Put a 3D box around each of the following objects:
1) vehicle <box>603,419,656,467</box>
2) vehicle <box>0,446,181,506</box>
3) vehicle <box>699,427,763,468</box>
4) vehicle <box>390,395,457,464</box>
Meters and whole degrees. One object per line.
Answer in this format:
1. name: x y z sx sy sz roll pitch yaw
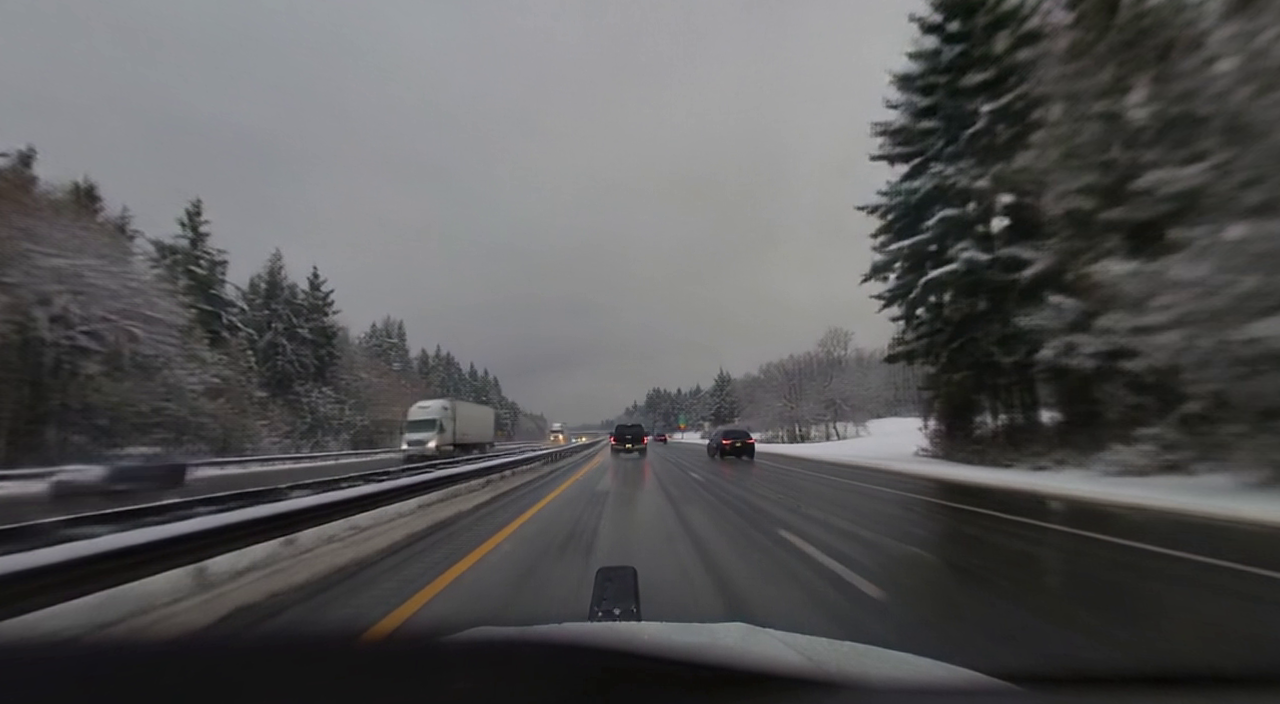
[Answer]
1. vehicle: -0.532 4.232 29.498 2.270 2.044 4.633 0 -8 -2
2. vehicle: -16.453 3.675 19.199 1.859 1.540 4.165 0 -8 -2
3. vehicle: 3.766 4.032 26.781 1.981 1.606 3.956 0 -8 -2
4. vehicle: -13.709 4.949 40.154 3.011 4.191 3.431 0 -8 -1
